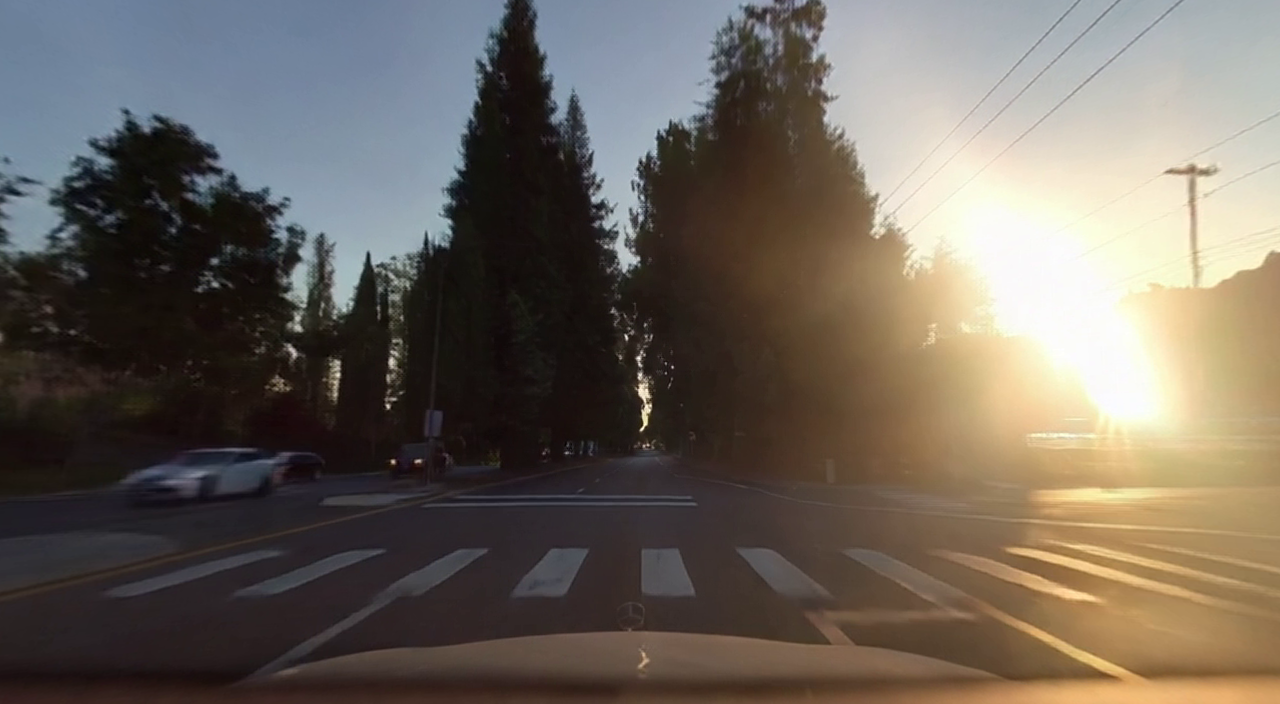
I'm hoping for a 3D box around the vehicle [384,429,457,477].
[{"bbox_3d":[-13.218,6.125,38.430,2.305,2.620,5.830,0,-8,0],"label":"vehicle"}]

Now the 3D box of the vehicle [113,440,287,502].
[{"bbox_3d":[-13.573,3.670,19.904,2.035,1.693,4.625,0,-8,1],"label":"vehicle"}]
